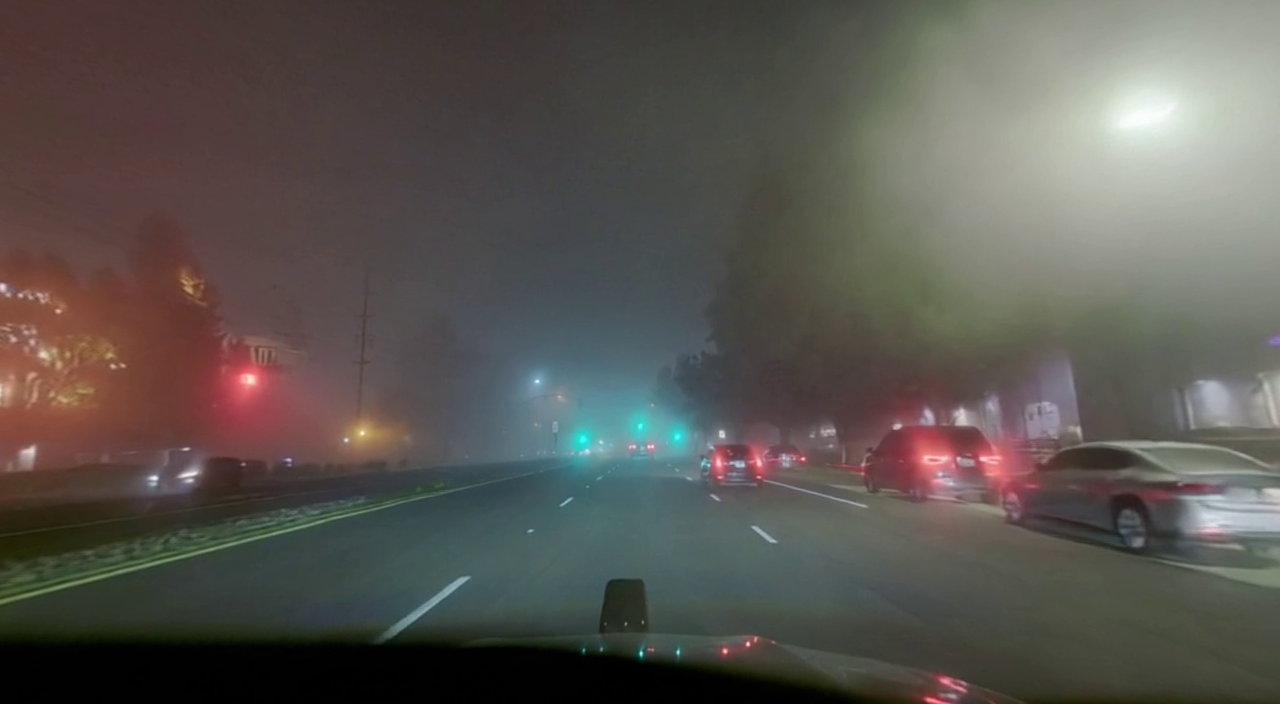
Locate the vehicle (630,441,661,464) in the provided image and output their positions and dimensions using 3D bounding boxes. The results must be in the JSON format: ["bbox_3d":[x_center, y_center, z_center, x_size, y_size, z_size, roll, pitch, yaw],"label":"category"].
[{"bbox_3d":[0.377,7.116,44.785,2.101,1.480,3.929,0,-8,0],"label":"vehicle"}]

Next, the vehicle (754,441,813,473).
[{"bbox_3d":[7.262,5.360,32.382,1.937,1.475,4.682,0,-8,0],"label":"vehicle"}]

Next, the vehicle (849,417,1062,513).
[{"bbox_3d":[7.044,2.609,15.103,2.087,1.823,5.906,0,-8,1],"label":"vehicle"}]

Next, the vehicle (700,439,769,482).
[{"bbox_3d":[3.556,4.171,24.546,1.990,1.486,4.431,0,-8,0],"label":"vehicle"}]

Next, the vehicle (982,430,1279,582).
[{"bbox_3d":[6.859,1.852,8.548,1.837,1.463,4.651,0,-8,0],"label":"vehicle"}]

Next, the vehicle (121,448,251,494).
[{"bbox_3d":[-19.030,4.977,26.762,2.022,1.735,4.695,0,-8,0],"label":"vehicle"}]

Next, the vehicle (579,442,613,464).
[{"bbox_3d":[-3.108,7.278,45.600,2.082,1.467,4.379,0,-8,1],"label":"vehicle"}]
